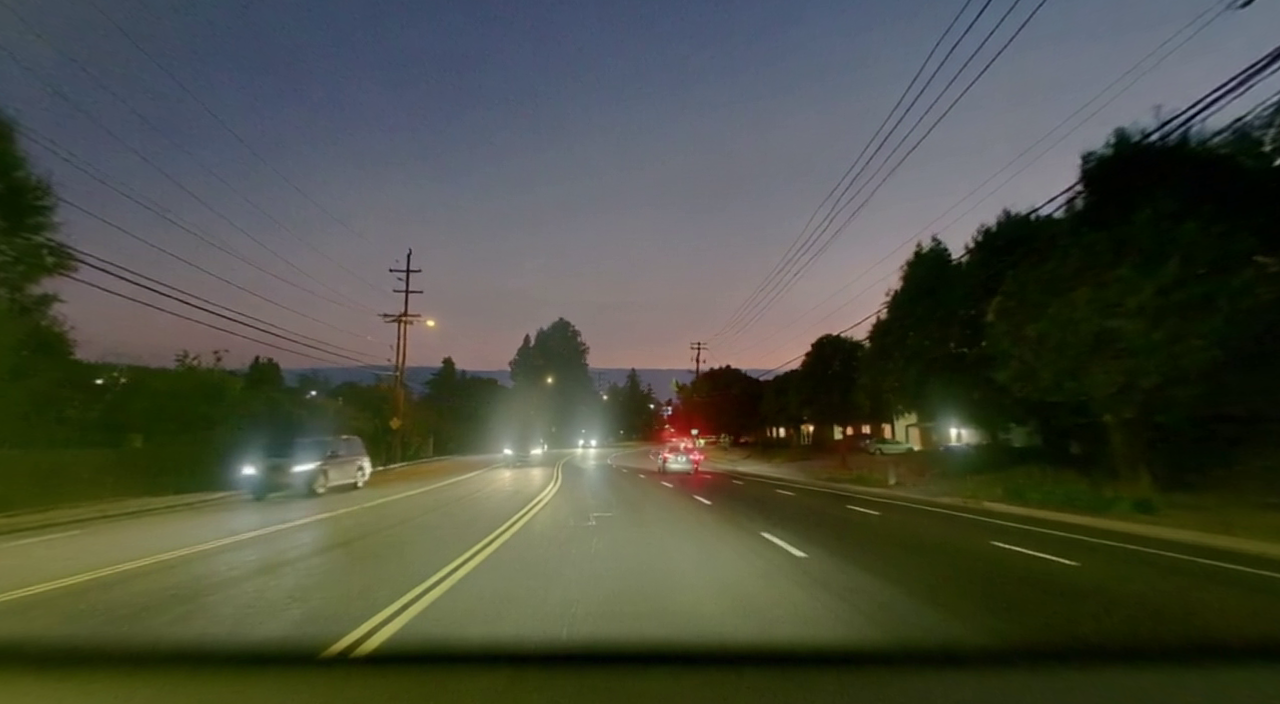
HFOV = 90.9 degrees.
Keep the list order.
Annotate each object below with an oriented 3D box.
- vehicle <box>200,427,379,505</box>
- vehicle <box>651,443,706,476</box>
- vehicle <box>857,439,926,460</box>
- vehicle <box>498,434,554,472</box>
[{"bbox_3d":[-8.533,2.813,15.919,2.169,1.656,4.378,0,-9,-3],"label":"vehicle"},{"bbox_3d":[1.752,5.108,30.264,1.982,1.451,4.152,1,-9,-6],"label":"vehicle"},{"bbox_3d":[19.088,7.387,47.945,4.444,1.479,1.913,1,-7,-7],"label":"vehicle"},{"bbox_3d":[-5.624,5.055,31.716,2.205,1.769,4.589,0,-9,-3],"label":"vehicle"}]
